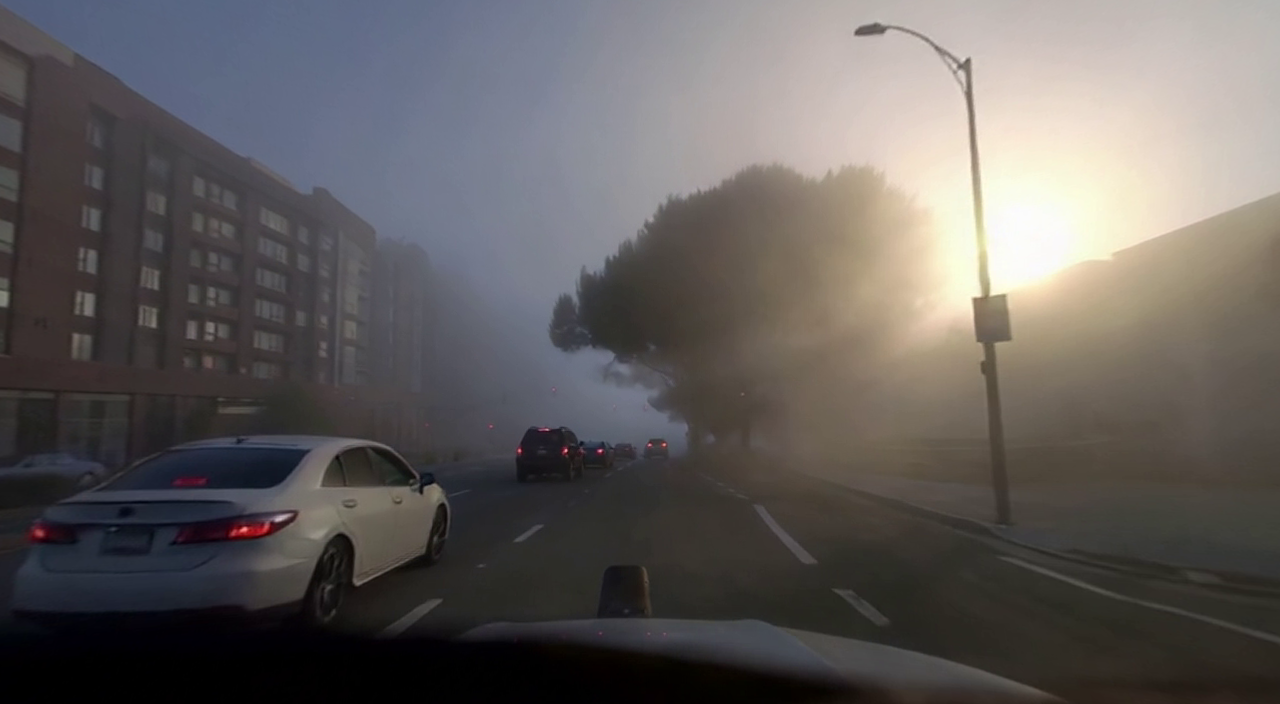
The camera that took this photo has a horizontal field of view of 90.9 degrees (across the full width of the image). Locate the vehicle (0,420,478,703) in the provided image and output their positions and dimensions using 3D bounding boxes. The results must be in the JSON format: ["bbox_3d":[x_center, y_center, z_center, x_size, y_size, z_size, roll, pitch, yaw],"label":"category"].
[{"bbox_3d":[-2.850,1.327,4.939,1.959,1.406,4.272,0,-8,1],"label":"vehicle"}]

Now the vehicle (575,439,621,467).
[{"bbox_3d":[-2.324,5.793,36.251,2.246,1.481,4.146,0,-8,1],"label":"vehicle"}]

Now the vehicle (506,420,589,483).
[{"bbox_3d":[-3.151,3.521,22.505,2.152,1.987,4.527,0,-8,2],"label":"vehicle"}]
